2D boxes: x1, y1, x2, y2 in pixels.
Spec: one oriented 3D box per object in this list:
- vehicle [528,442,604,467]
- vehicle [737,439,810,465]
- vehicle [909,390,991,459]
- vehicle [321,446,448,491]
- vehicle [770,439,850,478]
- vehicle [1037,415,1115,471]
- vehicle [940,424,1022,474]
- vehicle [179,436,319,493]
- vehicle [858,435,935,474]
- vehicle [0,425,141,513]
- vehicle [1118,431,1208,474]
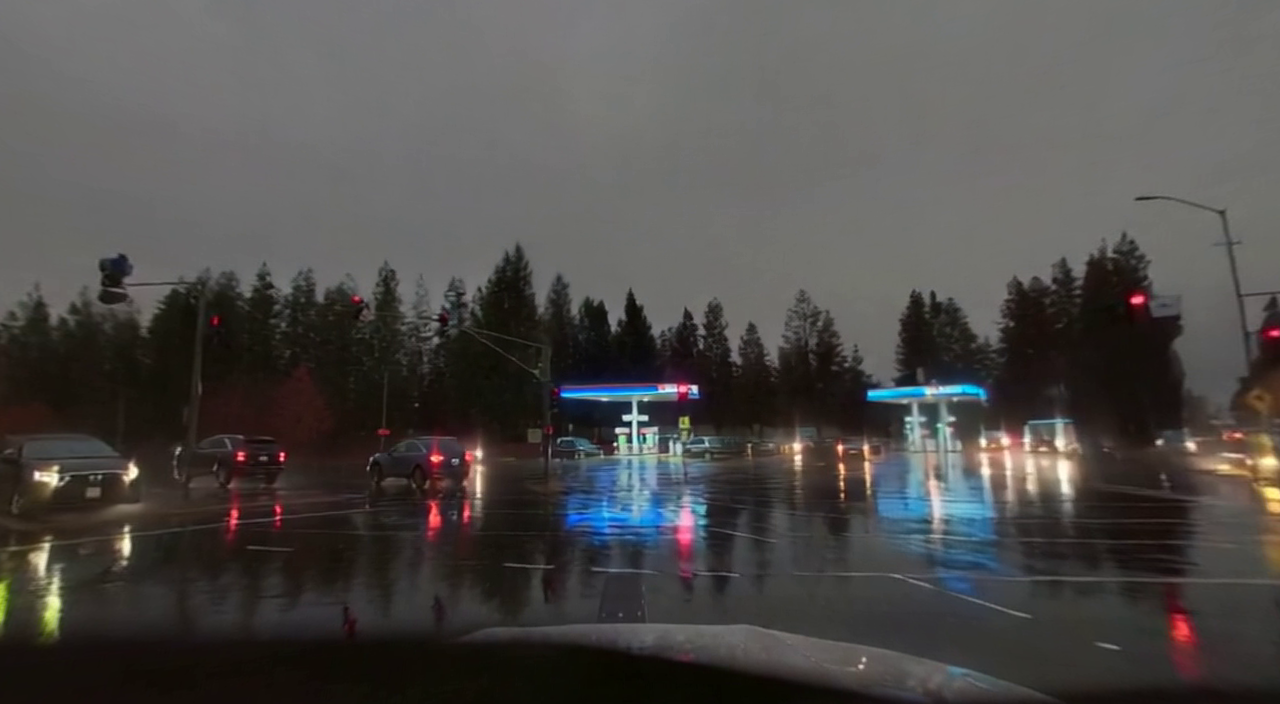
[{"bbox_3d":[-5.168,7.147,44.325,5.020,1.660,1.819,4,-10,-28],"label":"vehicle"},{"bbox_3d":[9.672,7.305,46.145,4.869,1.751,1.930,-8,-12,44],"label":"vehicle"},{"bbox_3d":[23.785,5.713,47.846,3.322,4.512,13.942,-6,-10,34],"label":"vehicle"},{"bbox_3d":[-9.289,4.145,22.890,4.581,1.460,1.965,-6,-10,34],"label":"vehicle"},{"bbox_3d":[8.075,4.991,29.720,2.210,1.565,4.588,-9,-12,31],"label":"vehicle"},{"bbox_3d":[19.807,4.169,28.895,2.486,2.240,5.933,-6,-10,32],"label":"vehicle"},{"bbox_3d":[14.782,4.160,27.156,2.517,1.875,5.774,-6,-10,32],"label":"vehicle"},{"bbox_3d":[-13.513,3.829,21.775,4.616,1.733,2.351,-6,-11,35],"label":"vehicle"},{"bbox_3d":[11.515,4.575,28.189,2.210,1.542,4.501,-8,-11,32],"label":"vehicle"},{"bbox_3d":[-15.130,2.972,16.215,4.658,1.911,2.162,-7,-11,34],"label":"vehicle"},{"bbox_3d":[21.511,4.092,26.177,2.226,1.562,4.422,-6,-9,32],"label":"vehicle"}]
